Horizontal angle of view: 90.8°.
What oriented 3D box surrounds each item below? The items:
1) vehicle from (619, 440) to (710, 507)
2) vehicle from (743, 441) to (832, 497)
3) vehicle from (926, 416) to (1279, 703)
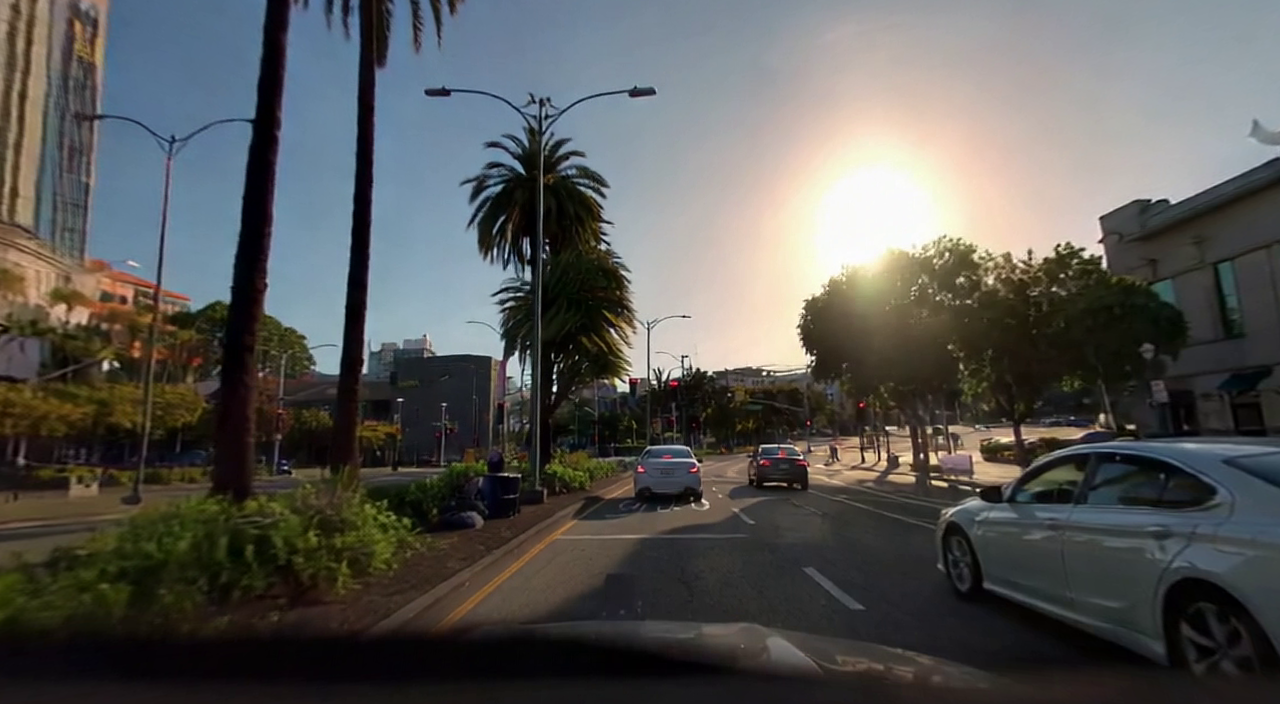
[{"bbox_3d":[0.675,3.060,16.333,2.078,1.503,3.681,-1,-9,4],"label":"vehicle"},{"bbox_3d":[4.344,3.502,19.307,1.920,1.490,4.417,-1,-9,4],"label":"vehicle"},{"bbox_3d":[3.915,1.243,4.305,1.913,1.469,4.425,0,-9,1],"label":"vehicle"}]
